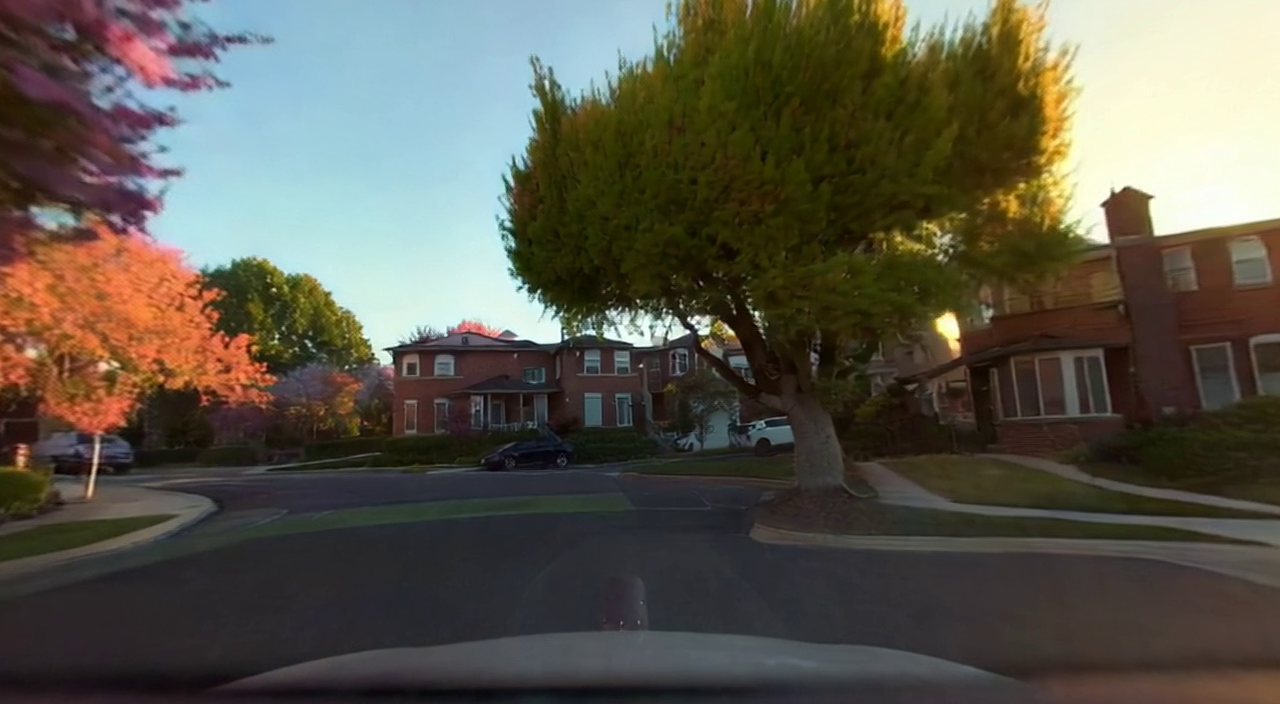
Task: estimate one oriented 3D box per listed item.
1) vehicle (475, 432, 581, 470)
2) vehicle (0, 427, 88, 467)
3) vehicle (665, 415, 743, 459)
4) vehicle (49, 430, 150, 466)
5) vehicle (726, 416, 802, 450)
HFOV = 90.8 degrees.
[{"bbox_3d":[-5.580,5.014,31.984,4.815,1.827,2.147,-1,-9,8],"label":"vehicle"},{"bbox_3d":[-28.638,4.449,29.610,3.913,1.785,2.147,-2,-9,14],"label":"vehicle"},{"bbox_3d":[3.651,4.696,35.474,2.310,1.701,4.280,1,2,40],"label":"vehicle"},{"bbox_3d":[-27.644,4.898,32.337,4.237,1.728,2.203,-4,-9,25],"label":"vehicle"},{"bbox_3d":[6.965,4.559,35.140,2.152,1.773,4.495,-7,-11,40],"label":"vehicle"}]
